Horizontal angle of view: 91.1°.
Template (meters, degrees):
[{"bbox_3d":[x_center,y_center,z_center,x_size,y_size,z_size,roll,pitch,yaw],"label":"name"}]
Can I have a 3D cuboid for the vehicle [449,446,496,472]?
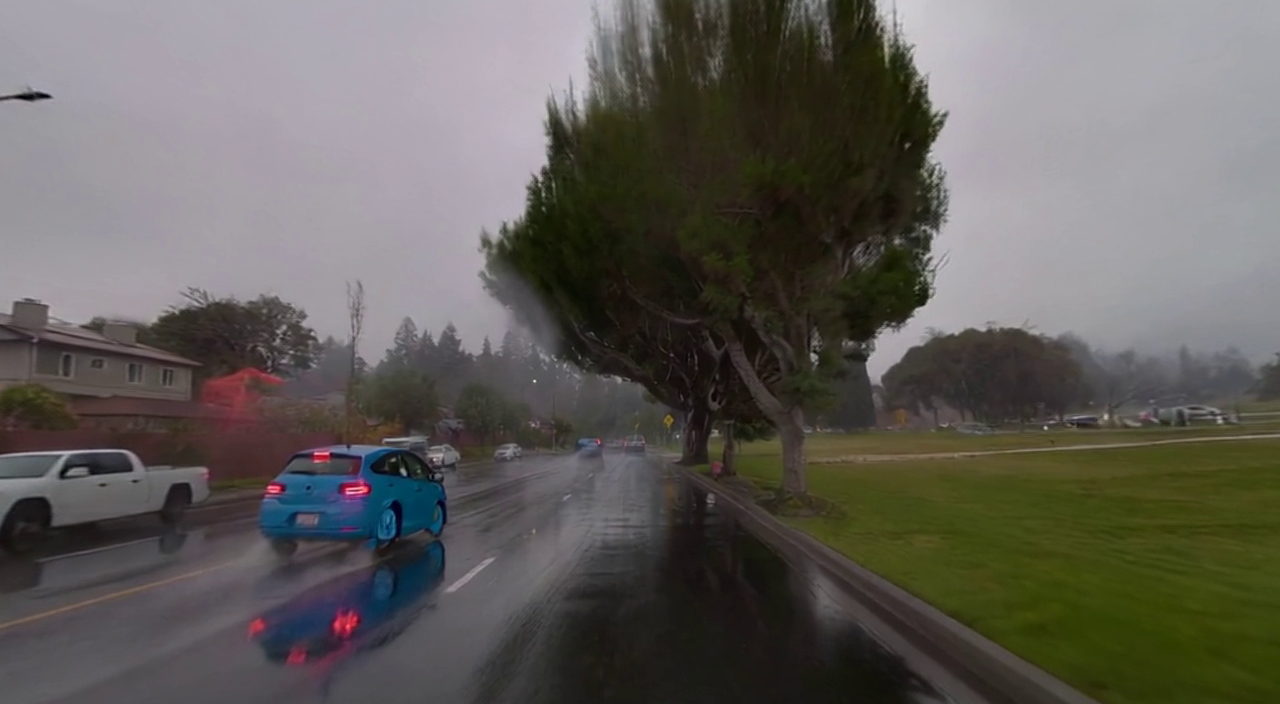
[{"bbox_3d":[-12.412,7.938,46.812,2.161,1.781,4.690,-1,-8,1],"label":"vehicle"}]

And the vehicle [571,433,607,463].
[{"bbox_3d":[-3.199,6.185,40.438,1.908,1.809,4.230,0,-8,1],"label":"vehicle"}]

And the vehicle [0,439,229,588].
[{"bbox_3d":[-9.226,2.385,10.062,2.019,1.907,4.697,-1,-8,1],"label":"vehicle"}]

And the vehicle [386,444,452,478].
[{"bbox_3d":[-12.491,6.152,35.804,2.066,1.785,4.608,0,-8,-1],"label":"vehicle"}]

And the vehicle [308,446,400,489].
[{"bbox_3d":[-12.537,5.044,27.906,2.106,1.701,4.629,0,-8,-4],"label":"vehicle"}]
